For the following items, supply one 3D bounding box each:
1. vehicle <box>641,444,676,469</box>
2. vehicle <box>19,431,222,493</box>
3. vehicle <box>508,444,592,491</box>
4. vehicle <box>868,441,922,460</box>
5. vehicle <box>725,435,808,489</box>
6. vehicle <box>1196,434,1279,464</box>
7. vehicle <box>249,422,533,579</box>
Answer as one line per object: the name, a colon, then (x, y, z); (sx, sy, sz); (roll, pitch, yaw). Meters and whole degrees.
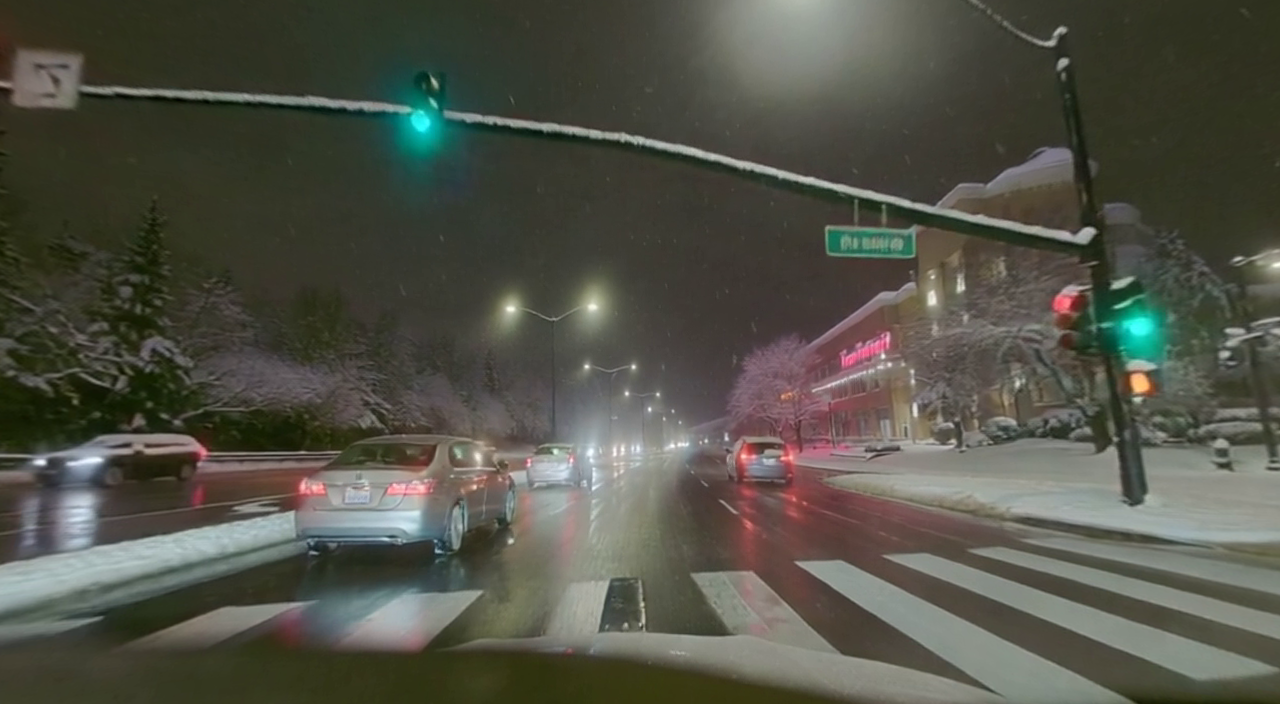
vehicle: (1.228, 6.678, 40.428); (2.164, 1.477, 3.988); (-1, -8, 3)
vehicle: (-18.975, 4.035, 23.605); (2.359, 1.973, 5.881); (-1, -8, 3)
vehicle: (-2.964, 3.900, 21.687); (1.980, 1.454, 4.226); (-1, -8, 4)
vehicle: (19.307, 7.448, 47.717); (3.368, 1.389, 1.595); (0, -8, -7)
vehicle: (4.275, 3.788, 22.035); (2.103, 1.699, 4.171); (-1, -8, 1)
vehicle: (32.112, 5.076, 33.055); (1.842, 1.448, 4.443); (-1, -8, 1)
vehicle: (-2.918, 1.846, 8.705); (2.118, 1.568, 4.436); (0, -8, 0)
